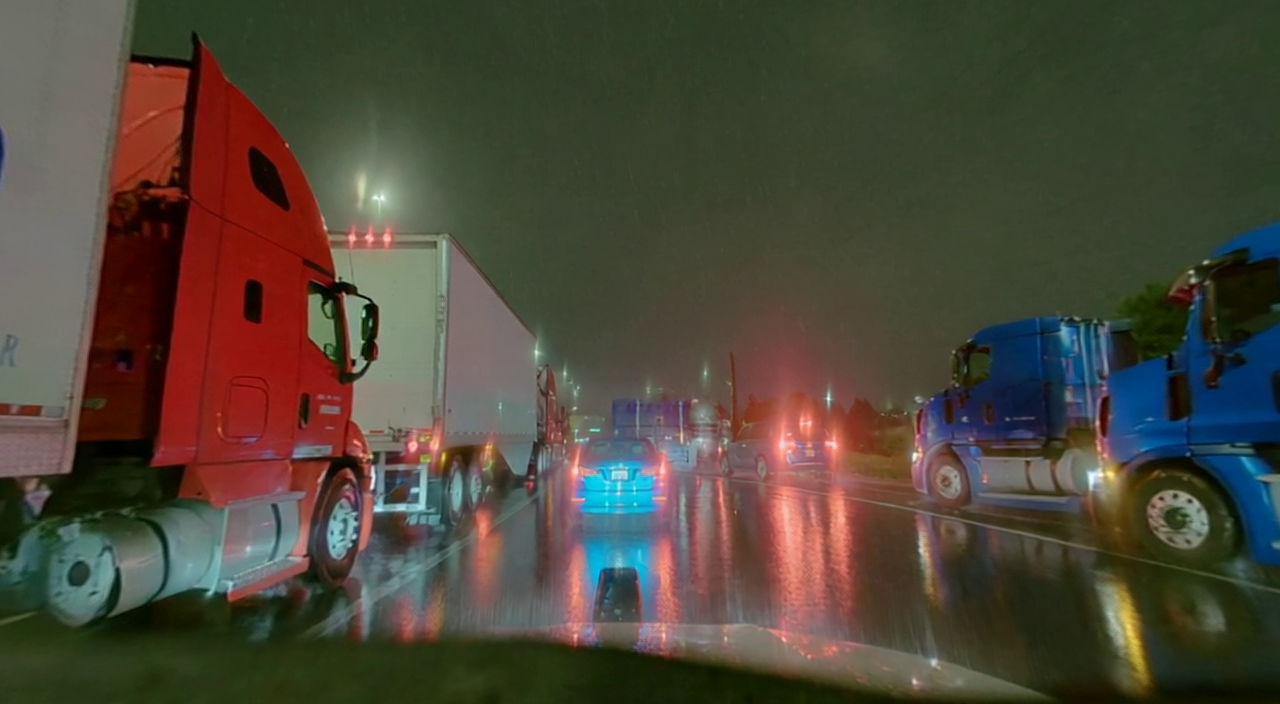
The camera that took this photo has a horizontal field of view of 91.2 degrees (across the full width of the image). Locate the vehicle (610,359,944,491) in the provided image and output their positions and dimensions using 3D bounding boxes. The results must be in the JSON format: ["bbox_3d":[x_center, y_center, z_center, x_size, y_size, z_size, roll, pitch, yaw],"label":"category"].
[{"bbox_3d":[4.458,3.199,26.111,2.877,4.124,14.516,4,-9,-41],"label":"vehicle"}]

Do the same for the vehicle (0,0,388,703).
[{"bbox_3d":[-3.954,-0.021,1.661,2.986,3.391,9.523,0,-9,-3],"label":"vehicle"}]

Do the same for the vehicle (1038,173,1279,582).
[{"bbox_3d":[11.160,-0.176,4.305,13.564,4.152,3.110,-9,-12,42],"label":"vehicle"}]

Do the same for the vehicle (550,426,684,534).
[{"bbox_3d":[-0.391,2.345,12.027,2.140,1.682,3.971,0,-9,-1],"label":"vehicle"}]
